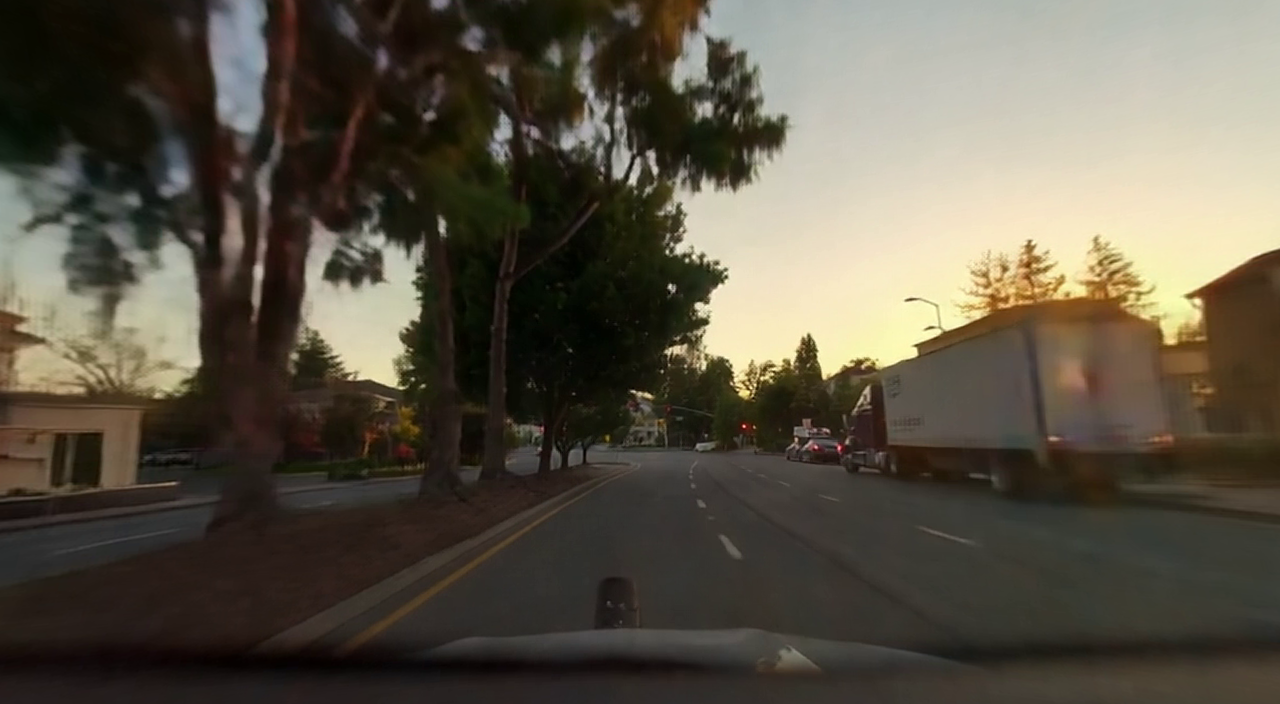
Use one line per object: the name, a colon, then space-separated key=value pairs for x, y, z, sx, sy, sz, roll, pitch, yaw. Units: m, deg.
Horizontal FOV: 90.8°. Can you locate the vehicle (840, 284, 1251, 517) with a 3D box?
vehicle: x=10.419 y=2.146 z=20.848 sx=2.907 sy=4.439 sz=17.681 roll=0 pitch=-8 yaw=3
